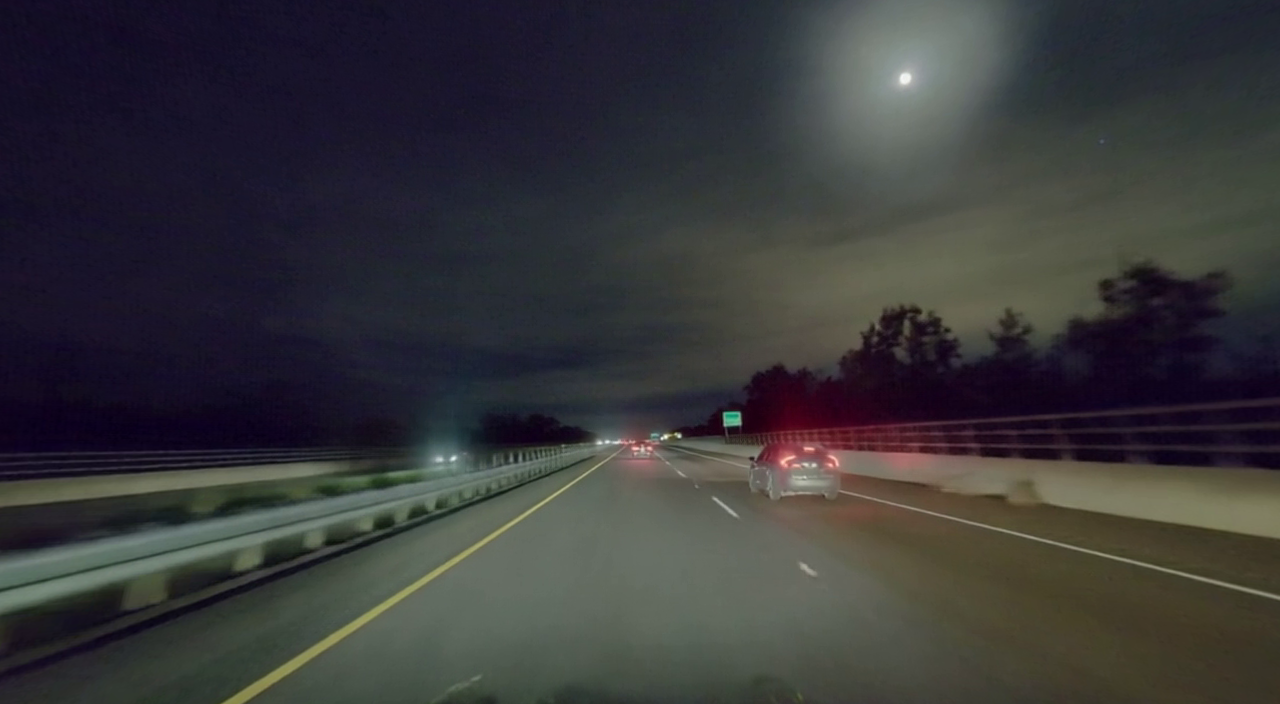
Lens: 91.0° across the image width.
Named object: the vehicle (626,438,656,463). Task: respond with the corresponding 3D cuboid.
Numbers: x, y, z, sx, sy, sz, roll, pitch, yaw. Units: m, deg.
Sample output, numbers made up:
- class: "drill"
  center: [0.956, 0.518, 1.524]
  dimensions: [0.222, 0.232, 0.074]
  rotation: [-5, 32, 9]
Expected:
- class: "vehicle"
  center: [0.022, 7.020, 44.954]
  dimensions: [2.059, 1.696, 4.165]
  rotation: [0, -8, -1]
